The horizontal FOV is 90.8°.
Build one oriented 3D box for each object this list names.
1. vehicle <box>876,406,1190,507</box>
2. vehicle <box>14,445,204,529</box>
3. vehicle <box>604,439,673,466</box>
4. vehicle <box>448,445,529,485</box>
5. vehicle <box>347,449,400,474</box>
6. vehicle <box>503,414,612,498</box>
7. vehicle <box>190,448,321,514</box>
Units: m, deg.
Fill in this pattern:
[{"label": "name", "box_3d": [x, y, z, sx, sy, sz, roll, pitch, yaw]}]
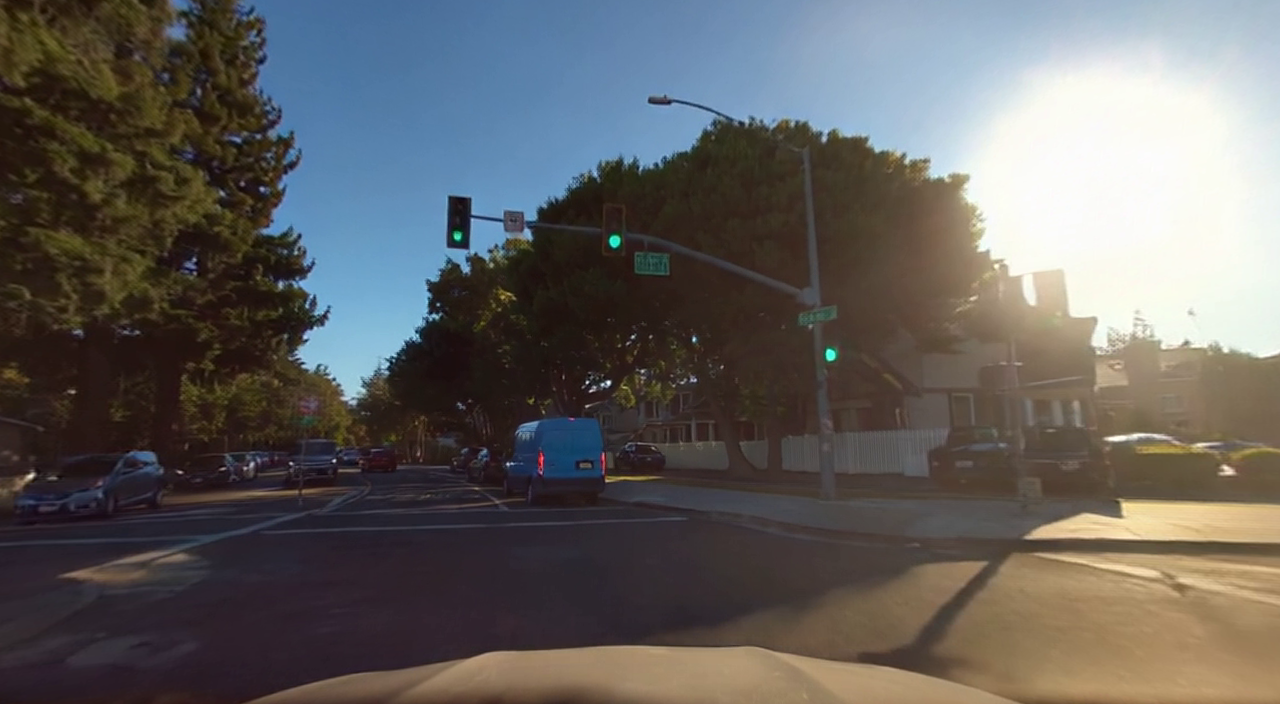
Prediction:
[{"label": "vehicle", "box_3d": [9.512, 2.581, 15.882, 2.514, 2.026, 6.104, 8, -12, -43]}, {"label": "vehicle", "box_3d": [-13.222, 3.288, 16.196, 2.078, 1.783, 4.670, 3, -9, -19]}, {"label": "vehicle", "box_3d": [-0.081, 6.838, 43.249, 4.559, 1.754, 1.985, 8, -12, -42]}, {"label": "vehicle", "box_3d": [-6.223, 4.501, 25.570, 2.008, 1.445, 4.386, 5, -10, -29]}, {"label": "vehicle", "box_3d": [-17.425, 7.078, 41.178, 1.911, 1.493, 4.291, 7, -11, -39]}, {"label": "vehicle", "box_3d": [-2.599, 3.045, 18.783, 2.213, 2.124, 4.809, 3, -9, -19]}, {"label": "vehicle", "box_3d": [-9.877, 3.280, 16.651, 1.952, 1.461, 4.377, 3, -9, -18]}]
